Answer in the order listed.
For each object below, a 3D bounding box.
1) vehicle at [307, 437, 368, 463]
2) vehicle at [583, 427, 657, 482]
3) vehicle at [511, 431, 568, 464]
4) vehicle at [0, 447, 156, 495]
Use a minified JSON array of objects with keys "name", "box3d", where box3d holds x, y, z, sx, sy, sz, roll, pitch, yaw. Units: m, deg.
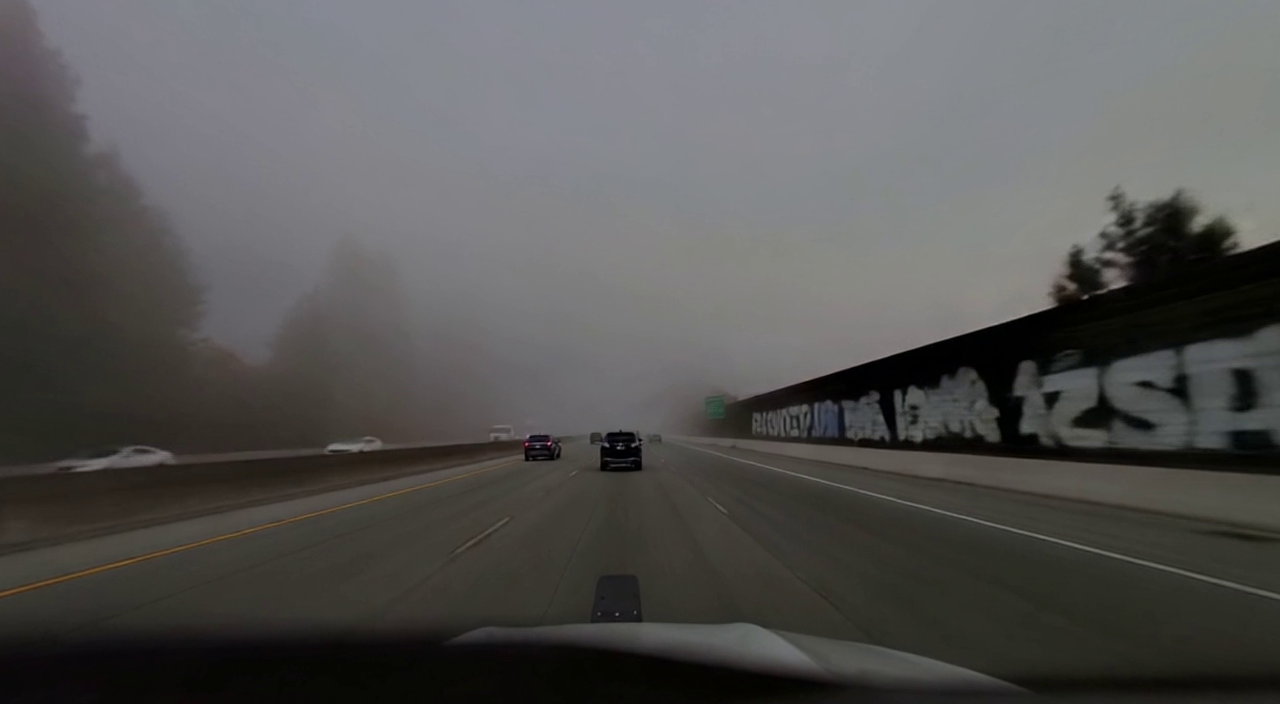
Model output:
[{"name":"vehicle","box3d":[-20.584,6.684,43.106,2.012,1.661,4.358,0,-8,-1]},{"name":"vehicle","box3d":[-0.582,3.073,19.190,2.044,1.477,3.693,0,-8,-1]},{"name":"vehicle","box3d":[-4.787,4.601,30.547,2.022,1.440,4.491,0,-8,0]},{"name":"vehicle","box3d":[-20.452,4.253,22.990,1.933,1.478,4.620,0,-8,-1]}]
